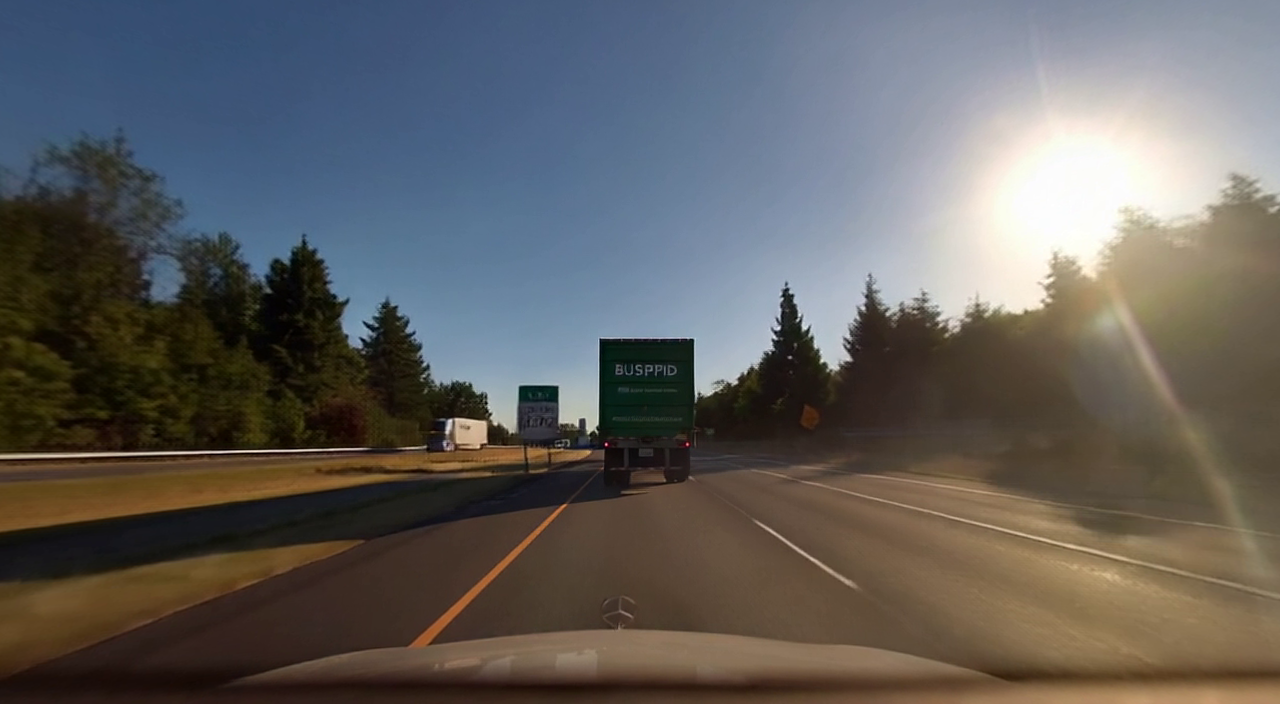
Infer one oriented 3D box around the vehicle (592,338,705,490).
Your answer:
[{"bbox_3d":[0.152,2.173,20.561,2.870,3.911,8.697,0,-8,-1],"label":"vehicle"}]
